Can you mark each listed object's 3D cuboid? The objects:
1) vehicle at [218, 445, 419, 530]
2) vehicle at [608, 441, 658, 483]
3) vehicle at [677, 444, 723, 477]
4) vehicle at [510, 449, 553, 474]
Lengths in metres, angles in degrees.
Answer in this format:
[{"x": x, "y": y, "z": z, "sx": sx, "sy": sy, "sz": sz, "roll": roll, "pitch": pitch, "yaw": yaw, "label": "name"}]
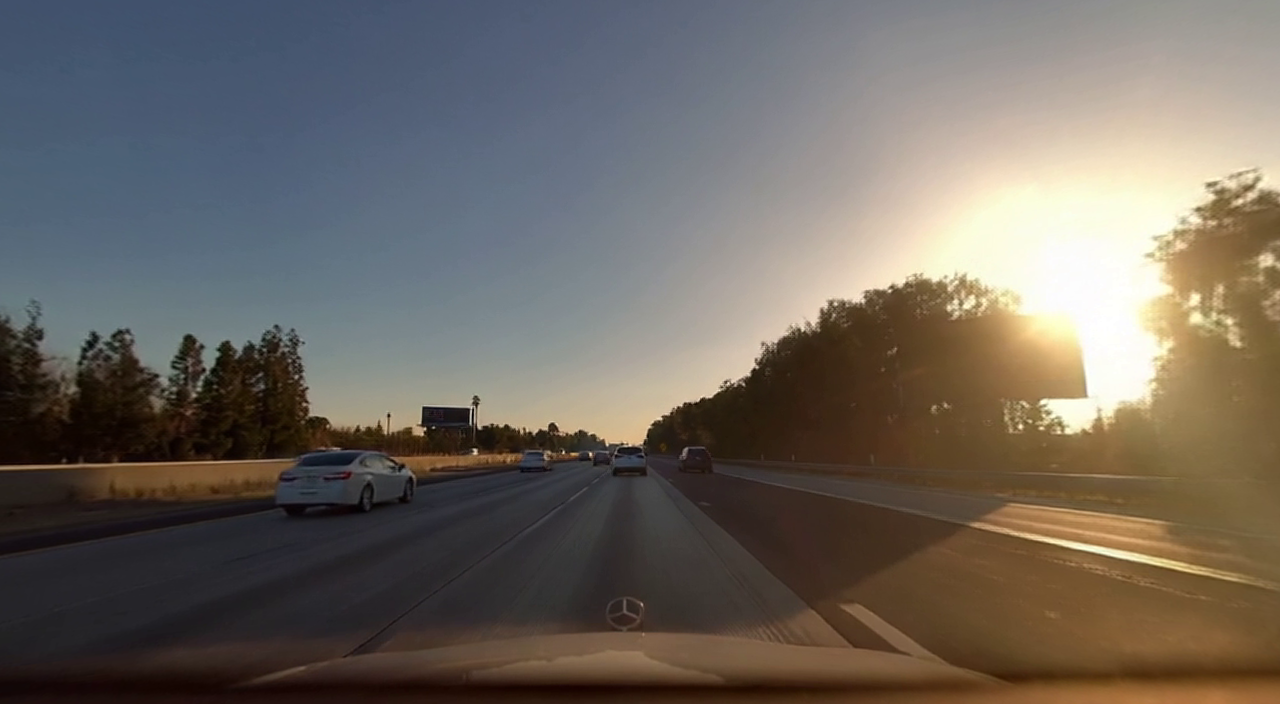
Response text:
[{"x": -6.656, "y": 2.816, "z": 13.807, "sx": 1.918, "sy": 1.509, "sz": 4.736, "roll": 0, "pitch": -9, "yaw": 0, "label": "vehicle"}, {"x": -0.311, "y": 4.998, "z": 28.994, "sx": 2.127, "sy": 1.749, "sz": 4.776, "roll": 0, "pitch": -9, "yaw": 0, "label": "vehicle"}, {"x": 3.251, "y": 5.962, "z": 34.859, "sx": 1.925, "sy": 1.716, "sz": 4.378, "roll": 0, "pitch": -9, "yaw": -2, "label": "vehicle"}, {"x": -6.893, "y": 7.033, "z": 40.556, "sx": 1.892, "sy": 1.468, "sz": 4.792, "roll": 0, "pitch": -9, "yaw": 0, "label": "vehicle"}]
